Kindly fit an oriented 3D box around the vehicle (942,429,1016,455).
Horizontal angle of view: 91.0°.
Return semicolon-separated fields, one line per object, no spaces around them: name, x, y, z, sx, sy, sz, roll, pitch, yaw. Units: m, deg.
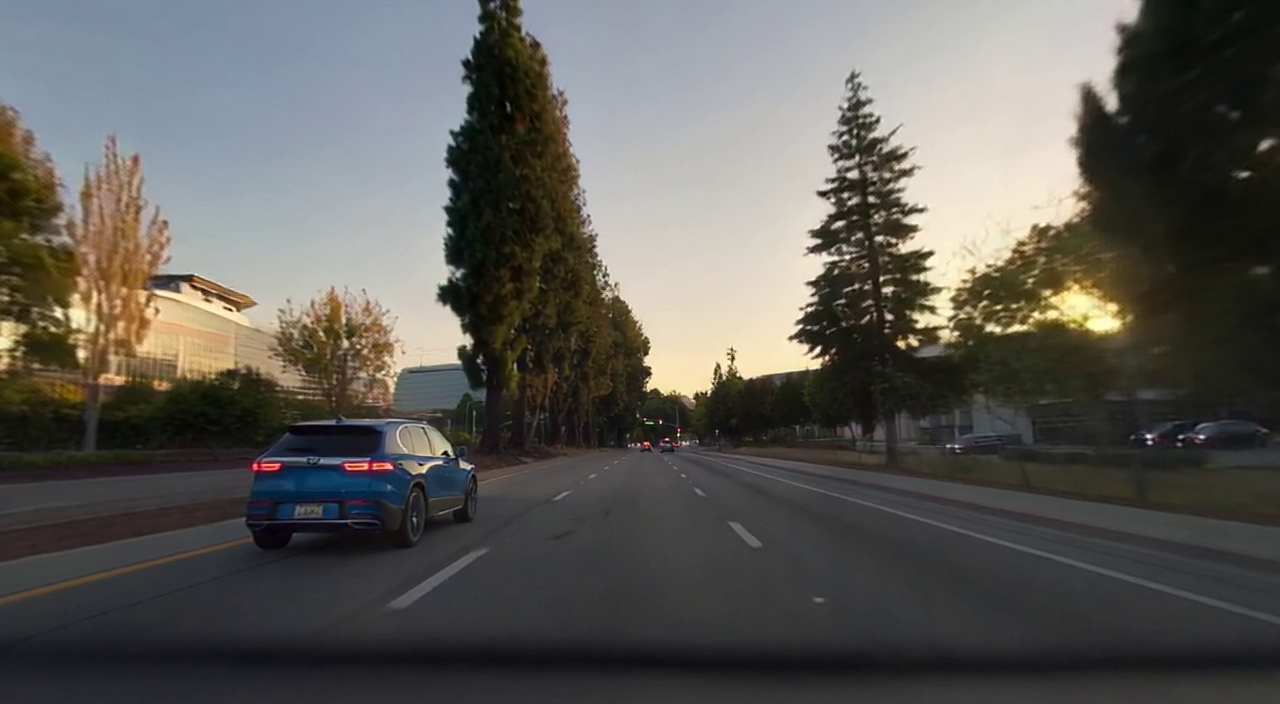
vehicle;23.258;6.163;43.260;4.000;1.458;1.640;-5;-6;0

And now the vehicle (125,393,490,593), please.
vehicle;-3.414;1.546;7.753;2.033;1.713;4.503;0;-8;0

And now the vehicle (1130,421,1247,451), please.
vehicle;39.042;6.067;45.040;2.117;2.004;5.795;2;-9;-22
